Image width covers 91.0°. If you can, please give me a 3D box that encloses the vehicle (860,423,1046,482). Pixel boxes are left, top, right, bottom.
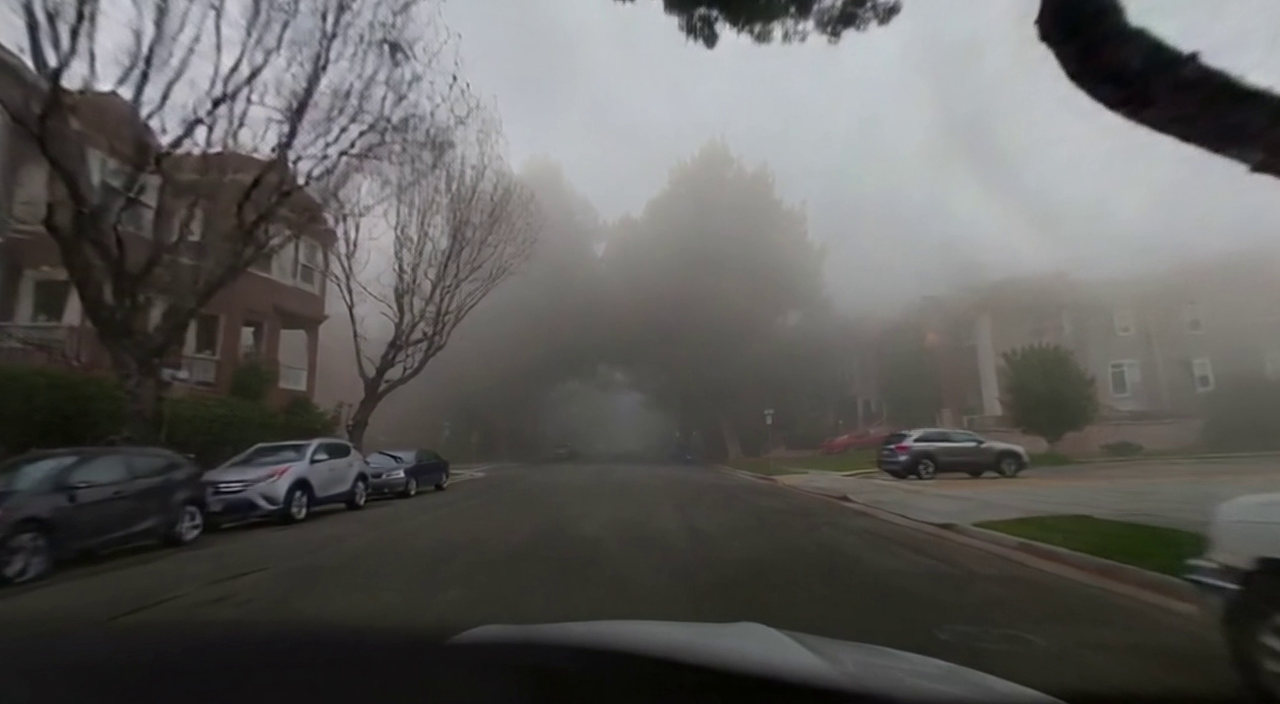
[{"bbox_3d":[9.701,3.147,19.871,4.726,1.731,2.075,-1,-9,4],"label":"vehicle"}]

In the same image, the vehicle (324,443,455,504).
[{"bbox_3d":[-7.193,3.522,18.707,1.912,1.466,4.754,-2,-9,1],"label":"vehicle"}]

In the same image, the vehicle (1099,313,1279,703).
[{"bbox_3d":[4.094,0.591,1.466,2.216,1.955,4.970,0,-9,0],"label":"vehicle"}]

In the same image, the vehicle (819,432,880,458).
[{"bbox_3d":[13.158,5.902,39.932,2.068,1.522,4.810,0,-9,-2],"label":"vehicle"}]

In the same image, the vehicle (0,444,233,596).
[{"bbox_3d":[-7.429,1.966,8.184,1.845,1.510,3.729,0,-9,-3],"label":"vehicle"}]

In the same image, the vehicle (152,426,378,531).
[{"bbox_3d":[-7.486,2.587,13.254,2.136,1.758,4.297,-2,-9,-1],"label":"vehicle"}]

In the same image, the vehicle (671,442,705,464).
[{"bbox_3d":[3.444,7.306,45.584,1.956,1.468,4.698,0,-9,-2],"label":"vehicle"}]
